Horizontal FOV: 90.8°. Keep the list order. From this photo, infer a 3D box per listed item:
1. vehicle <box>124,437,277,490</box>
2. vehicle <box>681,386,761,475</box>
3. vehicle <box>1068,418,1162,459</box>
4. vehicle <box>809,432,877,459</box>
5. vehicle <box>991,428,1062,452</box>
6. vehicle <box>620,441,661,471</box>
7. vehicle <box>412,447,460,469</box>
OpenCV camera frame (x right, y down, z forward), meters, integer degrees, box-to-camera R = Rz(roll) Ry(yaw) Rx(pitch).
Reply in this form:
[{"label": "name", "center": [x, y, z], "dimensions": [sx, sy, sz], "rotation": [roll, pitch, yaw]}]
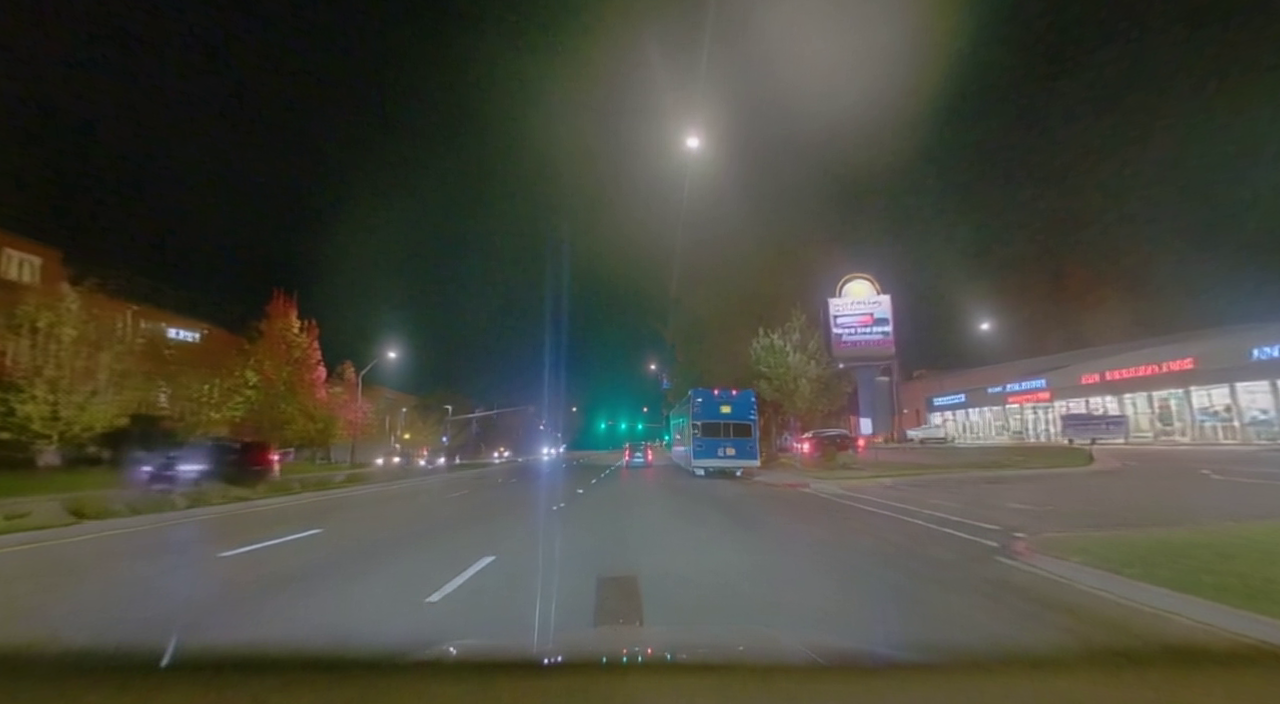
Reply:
[{"label": "vehicle", "center": [-15.031, 3.825, 22.003], "dimensions": [1.983, 1.630, 4.568], "rotation": [0, -9, 1]}, {"label": "vehicle", "center": [3.875, 4.127, 32.310], "dimensions": [2.896, 3.921, 8.415], "rotation": [0, -9, 0]}, {"label": "vehicle", "center": [23.467, 4.251, 31.196], "dimensions": [4.430, 1.659, 1.905], "rotation": [1, -10, -30]}, {"label": "vehicle", "center": [13.722, 6.334, 42.766], "dimensions": [4.037, 1.538, 1.912], "rotation": [-7, -10, 25]}, {"label": "vehicle", "center": [25.918, 5.900, 42.380], "dimensions": [4.196, 1.520, 1.953], "rotation": [4, -10, -25]}, {"label": "vehicle", "center": [0.002, 5.713, 34.832], "dimensions": [2.103, 1.506, 4.742], "rotation": [0, -9, -1]}, {"label": "vehicle", "center": [-14.682, 7.664, 45.718], "dimensions": [1.836, 1.498, 4.518], "rotation": [0, -9, 1]}]
